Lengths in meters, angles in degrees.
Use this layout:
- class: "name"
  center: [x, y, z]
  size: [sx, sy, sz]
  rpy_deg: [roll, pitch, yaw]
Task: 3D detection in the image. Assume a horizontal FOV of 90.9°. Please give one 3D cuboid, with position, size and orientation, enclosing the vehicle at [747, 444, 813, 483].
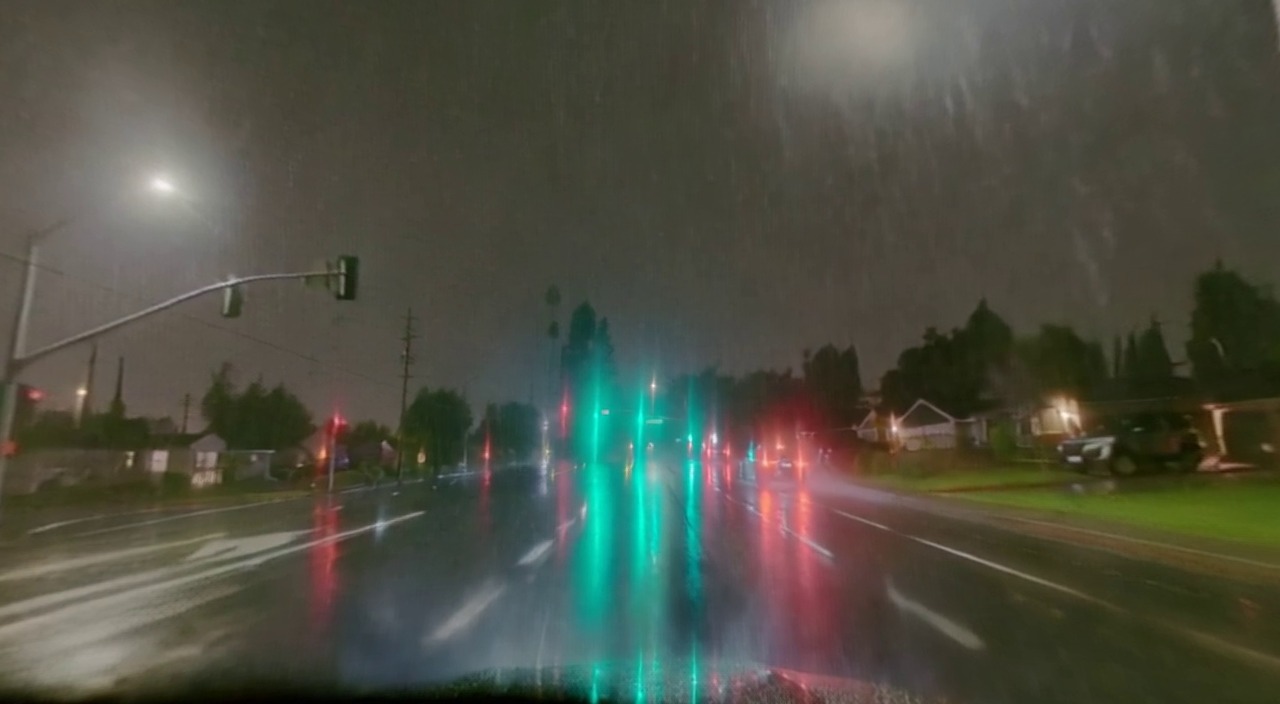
- class: "vehicle"
  center: [5.824, 4.676, 26.817]
  size: [1.855, 1.520, 4.808]
  rpy_deg: [0, -8, 2]

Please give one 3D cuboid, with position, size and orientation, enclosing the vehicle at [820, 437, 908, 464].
- class: "vehicle"
  center: [13.011, 5.745, 36.784]
  size: [4.461, 1.461, 1.805]
  rpy_deg: [0, -8, -1]

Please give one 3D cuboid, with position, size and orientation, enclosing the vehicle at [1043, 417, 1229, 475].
- class: "vehicle"
  center: [14.559, 2.782, 18.700]
  size: [3.769, 1.598, 1.987]
  rpy_deg: [0, -8, 1]
